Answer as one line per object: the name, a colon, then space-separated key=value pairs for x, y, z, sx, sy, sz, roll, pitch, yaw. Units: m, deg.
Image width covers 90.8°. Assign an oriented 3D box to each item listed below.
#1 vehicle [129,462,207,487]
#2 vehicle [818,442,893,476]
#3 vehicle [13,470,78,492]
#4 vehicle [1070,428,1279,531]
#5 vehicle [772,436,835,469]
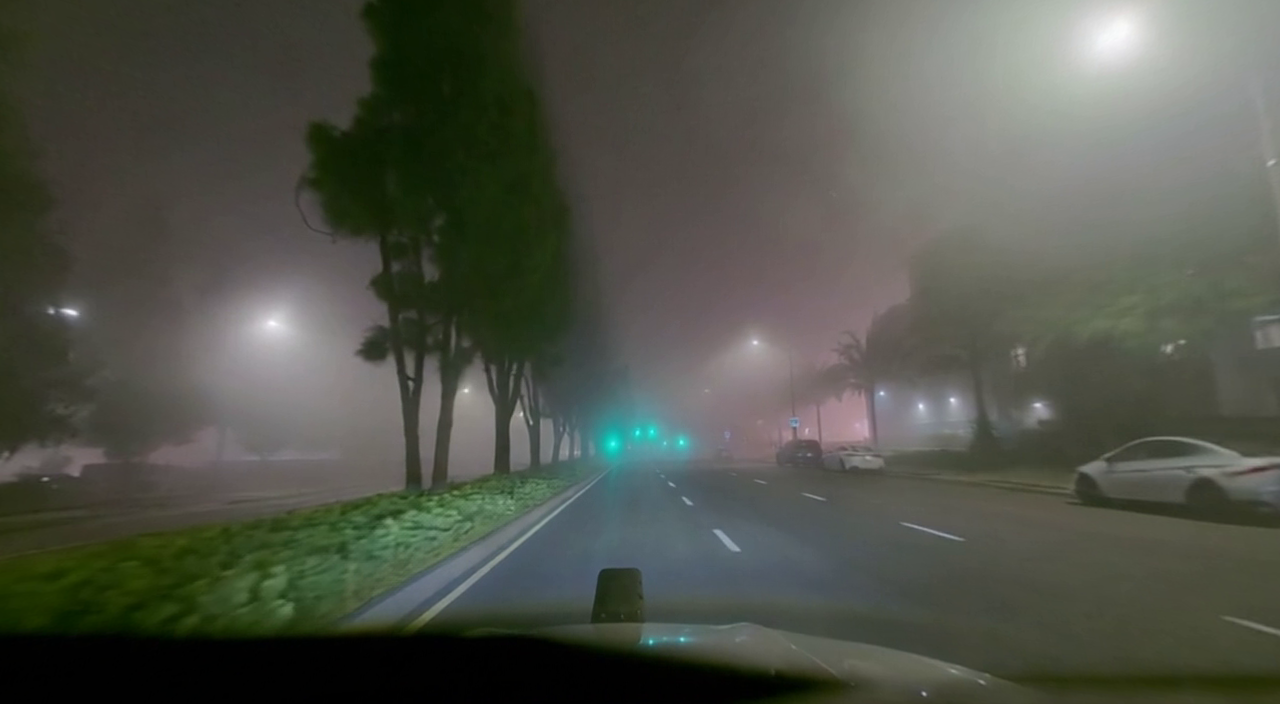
vehicle: x=-32.762 y=8.479 z=43.884 sx=3.802 sy=1.590 sz=1.968 roll=0 pitch=-9 yaw=2
vehicle: x=10.029 y=4.990 z=29.755 sx=1.964 sy=1.477 sz=4.459 roll=0 pitch=-9 yaw=0
vehicle: x=-46.908 y=10.181 z=49.926 sx=3.617 sy=1.424 sz=1.636 roll=5 pitch=-13 yaw=-42
vehicle: x=10.158 y=2.091 z=10.756 sx=2.011 sy=1.466 sz=4.989 roll=0 pitch=-9 yaw=-3
vehicle: x=9.763 y=6.054 z=38.204 sx=2.272 sy=1.843 sz=4.913 roll=0 pitch=-9 yaw=-3
